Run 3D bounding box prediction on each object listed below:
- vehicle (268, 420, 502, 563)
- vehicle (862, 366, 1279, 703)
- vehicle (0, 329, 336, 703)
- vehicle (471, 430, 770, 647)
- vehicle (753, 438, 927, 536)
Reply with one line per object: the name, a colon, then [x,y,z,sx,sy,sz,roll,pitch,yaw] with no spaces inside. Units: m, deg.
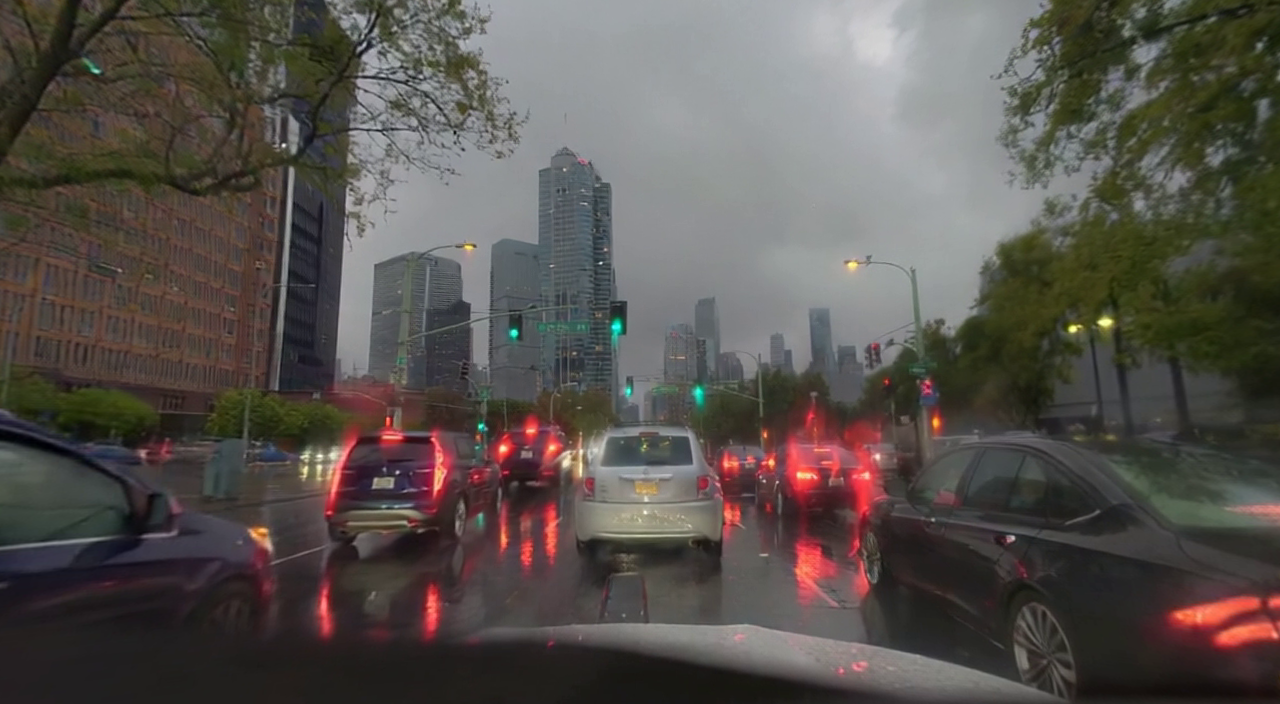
vehicle: [-3.622,2.041,10.039,2.046,1.744,4.407,0,-8,-3]
vehicle: [3.342,1.160,4.182,2.179,1.631,4.173,0,-8,0]
vehicle: [-3.120,0.776,1.848,2.181,1.723,4.550,0,-8,0]
vehicle: [-0.142,1.552,6.253,2.031,1.461,3.763,0,-8,0]
vehicle: [3.579,2.477,12.330,1.973,1.537,4.533,0,-8,1]
